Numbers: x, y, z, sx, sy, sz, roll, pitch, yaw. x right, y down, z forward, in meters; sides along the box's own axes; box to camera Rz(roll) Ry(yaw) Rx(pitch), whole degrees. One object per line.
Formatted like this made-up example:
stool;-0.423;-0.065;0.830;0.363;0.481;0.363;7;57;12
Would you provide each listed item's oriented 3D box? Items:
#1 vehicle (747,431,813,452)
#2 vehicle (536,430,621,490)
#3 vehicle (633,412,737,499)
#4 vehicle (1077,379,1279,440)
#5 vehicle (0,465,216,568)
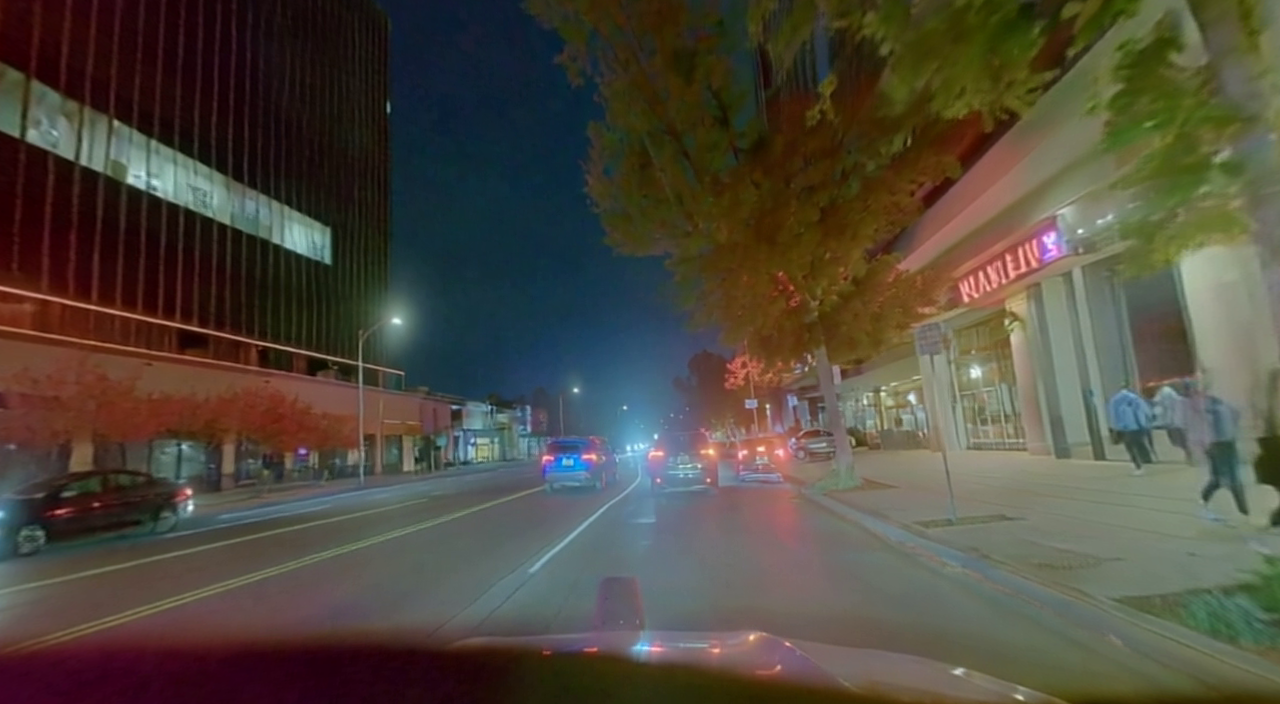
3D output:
vehicle;10.334;6.617;46.775;4.426;1.490;1.862;-1;-8;2
vehicle;-1.851;3.448;20.484;2.023;1.702;4.152;-1;-8;5
vehicle;1.138;2.710;16.803;2.352;1.953;4.796;-1;-8;3
vehicle;13.705;1.473;15.793;4.189;1.395;1.725;-1;-8;3
vehicle;-11.382;3.074;12.413;2.103;1.514;5.374;-1;-8;4
